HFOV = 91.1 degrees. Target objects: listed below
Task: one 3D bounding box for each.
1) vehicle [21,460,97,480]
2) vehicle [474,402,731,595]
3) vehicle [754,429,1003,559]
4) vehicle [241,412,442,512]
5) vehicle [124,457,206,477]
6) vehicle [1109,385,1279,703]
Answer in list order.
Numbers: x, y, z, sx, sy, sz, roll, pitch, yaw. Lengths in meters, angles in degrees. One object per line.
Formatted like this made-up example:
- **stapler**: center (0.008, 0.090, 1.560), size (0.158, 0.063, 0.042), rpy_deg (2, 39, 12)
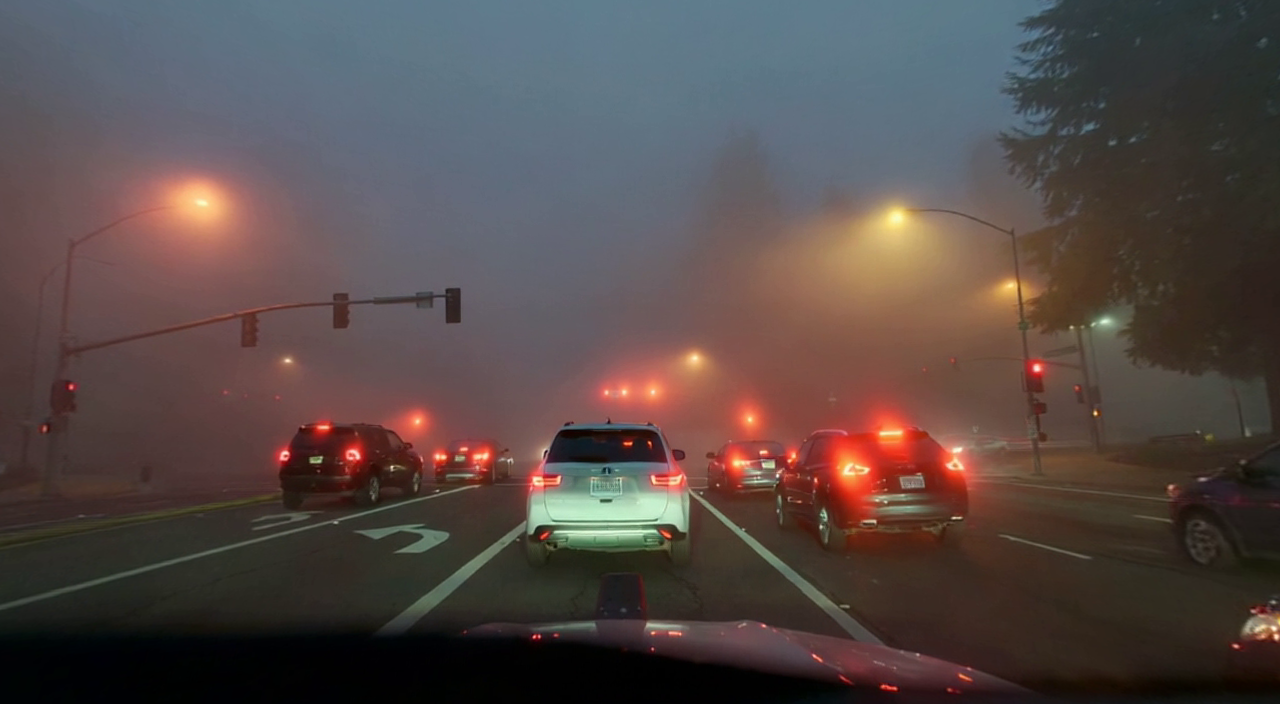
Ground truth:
- **vehicle**: center (-45.691, 9.271, 49.394), size (4.232, 1.498, 1.791), rpy_deg (0, -9, 1)
- **vehicle**: center (-0.320, 1.593, 7.639), size (2.256, 1.694, 4.055), rpy_deg (0, -8, 0)
- **vehicle**: center (3.153, 1.973, 9.511), size (1.971, 1.473, 4.495), rpy_deg (0, -8, 0)
- **vehicle**: center (-6.721, 2.557, 15.005), size (2.214, 1.953, 5.017), rpy_deg (0, -8, 1)
- **vehicle**: center (-37.347, 9.055, 49.468), size (4.914, 1.487, 1.850), rpy_deg (0, -8, 0)
- **vehicle**: center (3.307, 0.674, 0.850), size (1.980, 1.515, 4.362), rpy_deg (0, -8, 1)
